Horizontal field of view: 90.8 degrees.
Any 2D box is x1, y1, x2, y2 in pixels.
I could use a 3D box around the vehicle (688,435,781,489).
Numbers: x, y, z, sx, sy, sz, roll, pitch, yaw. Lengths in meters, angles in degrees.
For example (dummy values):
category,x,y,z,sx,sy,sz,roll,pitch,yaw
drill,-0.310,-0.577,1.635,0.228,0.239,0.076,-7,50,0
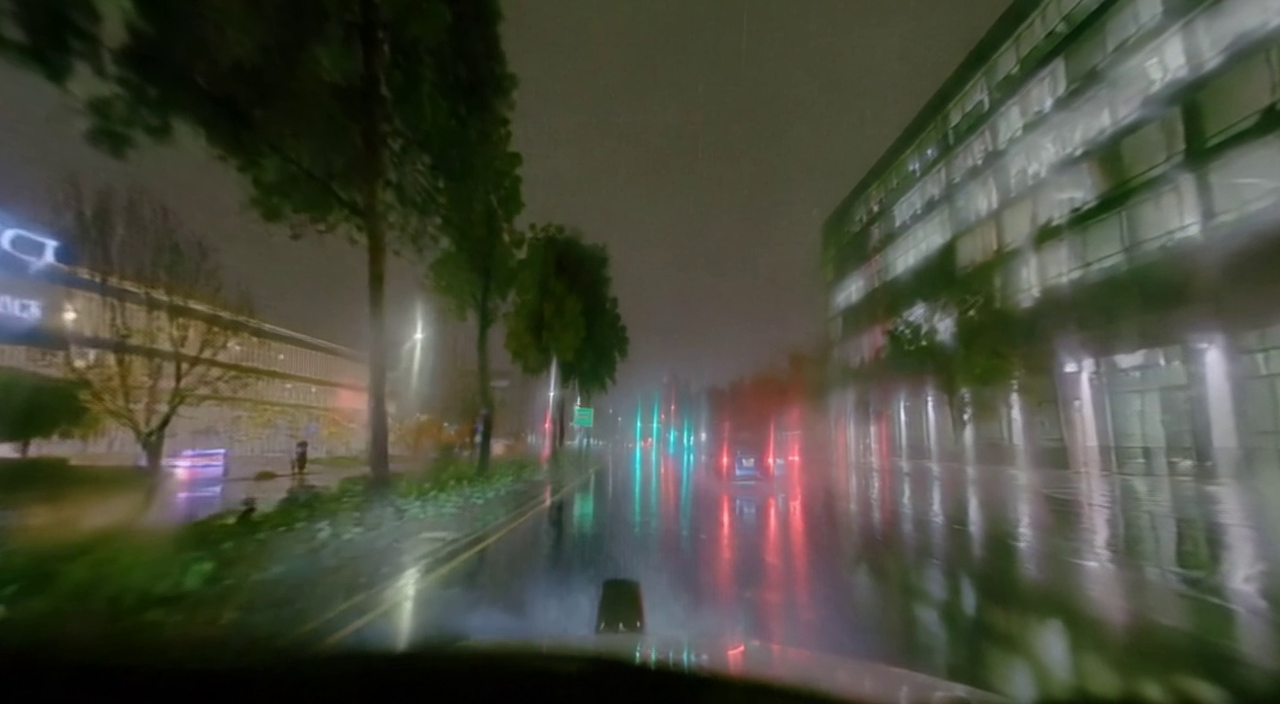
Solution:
category,x,y,z,sx,sy,sz,roll,pitch,yaw
vehicle,2.808,3.405,19.889,2.131,1.491,4.496,0,-8,-1
